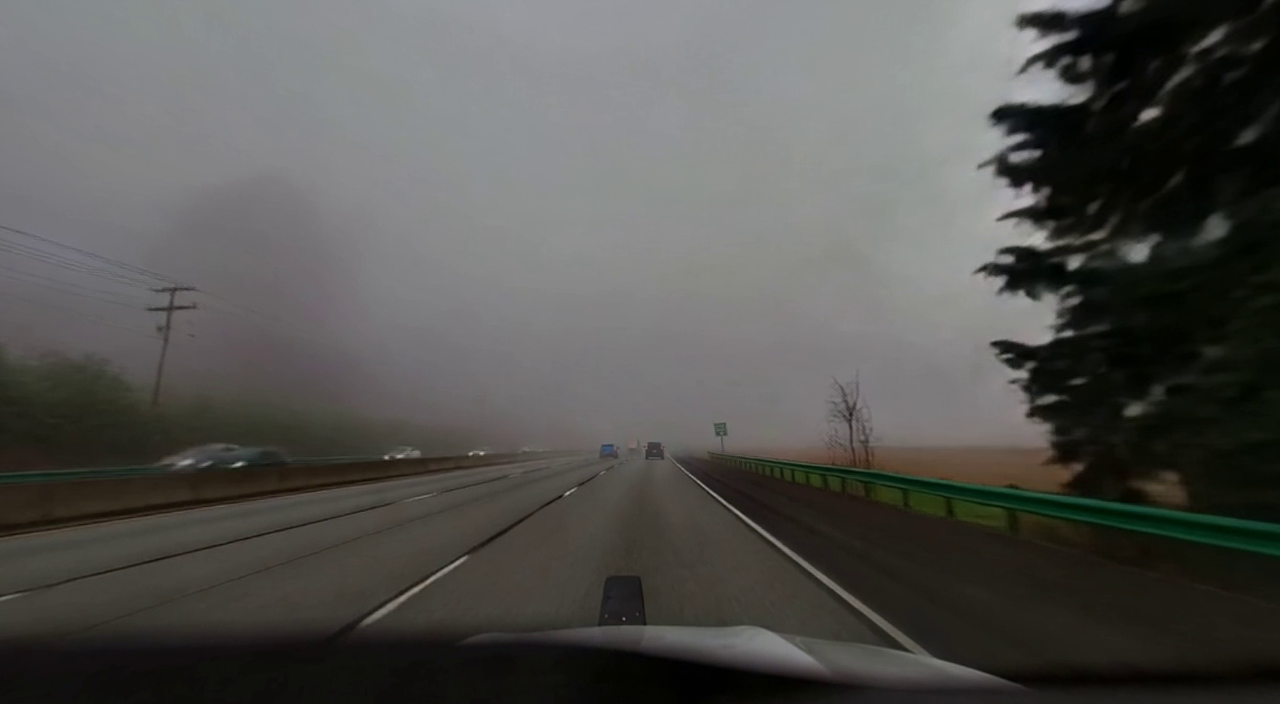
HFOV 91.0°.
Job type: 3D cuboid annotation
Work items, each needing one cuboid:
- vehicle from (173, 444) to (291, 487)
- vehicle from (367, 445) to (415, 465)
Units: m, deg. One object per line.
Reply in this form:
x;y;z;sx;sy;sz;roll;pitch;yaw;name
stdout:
-15.646;4.348;24.445;1.893;1.494;3.933;0;-8;1;vehicle
-19.180;7.952;48.690;1.847;1.442;4.222;0;-8;2;vehicle
